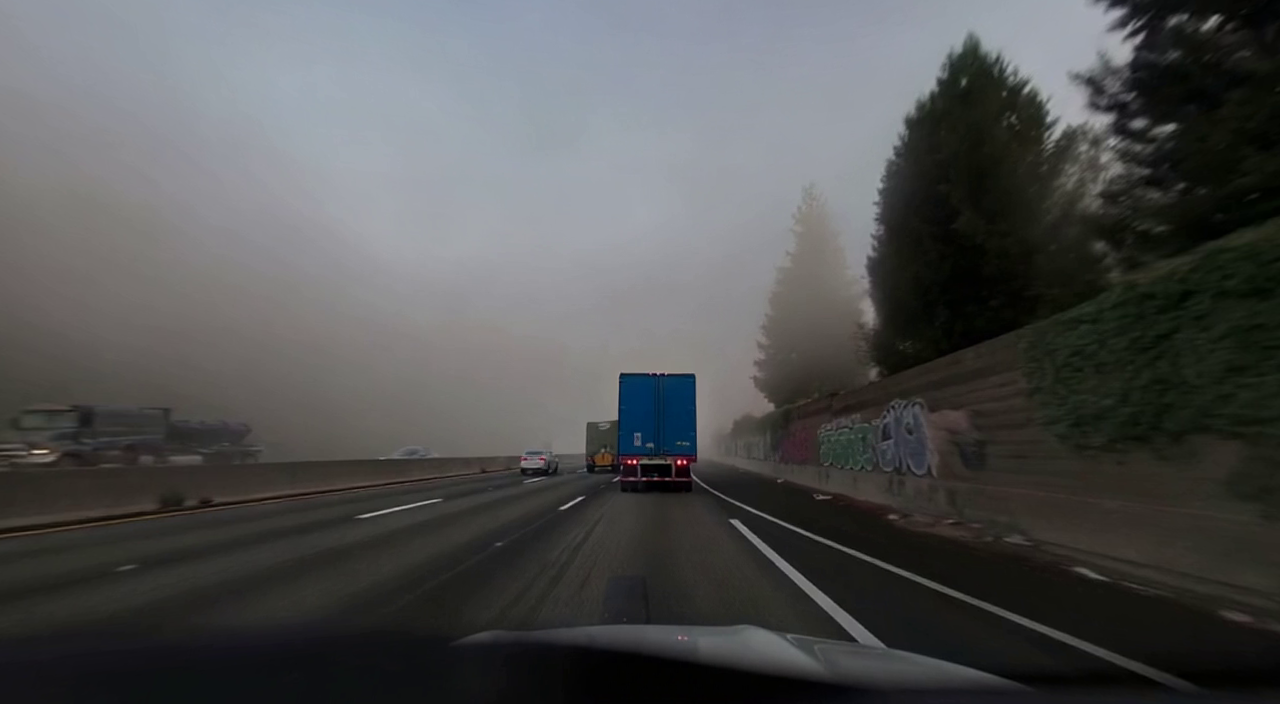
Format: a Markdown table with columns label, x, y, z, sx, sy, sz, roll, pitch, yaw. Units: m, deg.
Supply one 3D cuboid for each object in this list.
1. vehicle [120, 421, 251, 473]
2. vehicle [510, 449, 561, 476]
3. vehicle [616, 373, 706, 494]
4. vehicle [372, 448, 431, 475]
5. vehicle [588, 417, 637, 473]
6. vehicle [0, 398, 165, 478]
| label | x | y | z | sx | sy | sz | roll | pitch | yaw |
| --- | --- | --- | --- | --- | --- | --- | --- | --- | --- |
| vehicle | -24.519 | 5.184 | 34.379 | 2.602 | 2.581 | 5.506 | -1 | -9 | 6 |
| vehicle | -6.159 | 6.567 | 37.785 | 1.962 | 1.471 | 4.792 | 0 | -9 | 4 |
| vehicle | 1.009 | 3.554 | 26.723 | 2.997 | 4.069 | 10.871 | 0 | -9 | 3 |
| vehicle | -14.724 | 6.753 | 39.101 | 1.910 | 1.554 | 3.915 | 0 | -9 | 3 |
| vehicle | -1.885 | 6.946 | 46.968 | 2.713 | 3.704 | 9.148 | 0 | -9 | 3 |
| vehicle | -25.214 | 3.816 | 27.810 | 2.651 | 3.031 | 7.034 | 0 | -9 | 3 |
